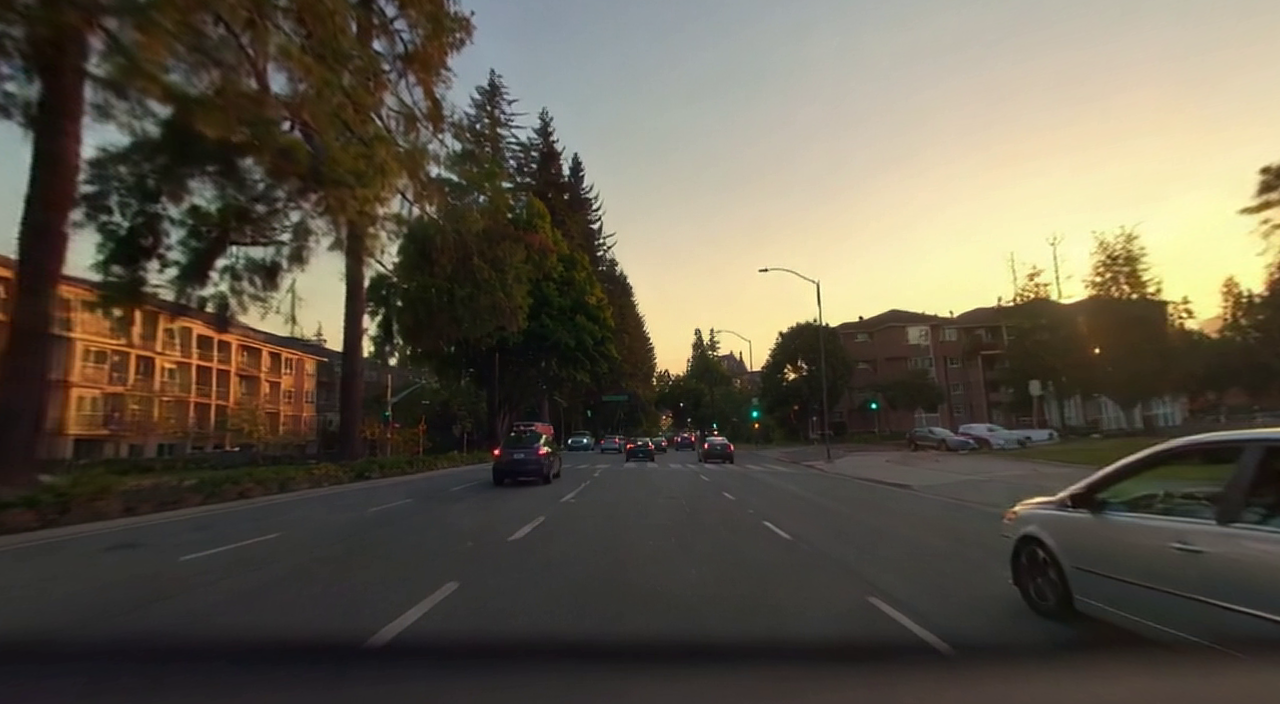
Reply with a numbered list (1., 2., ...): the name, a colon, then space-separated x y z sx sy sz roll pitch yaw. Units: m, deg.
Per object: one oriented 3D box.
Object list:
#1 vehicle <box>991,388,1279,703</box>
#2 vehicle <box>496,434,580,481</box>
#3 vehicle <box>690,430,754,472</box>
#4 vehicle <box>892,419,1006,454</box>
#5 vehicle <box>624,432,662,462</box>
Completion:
1. vehicle: 3.734 0.890 2.503 2.128 1.502 4.572 0 -9 1
2. vehicle: -3.506 3.734 22.553 2.049 1.485 4.656 0 -8 2
3. vehicle: 3.457 4.288 27.493 2.137 1.646 4.488 0 -8 -1
4. vehicle: 15.748 4.323 32.285 4.701 1.721 2.103 0 -9 1
5. vehicle: 0.181 5.623 37.218 2.110 1.662 4.262 0 -8 0
